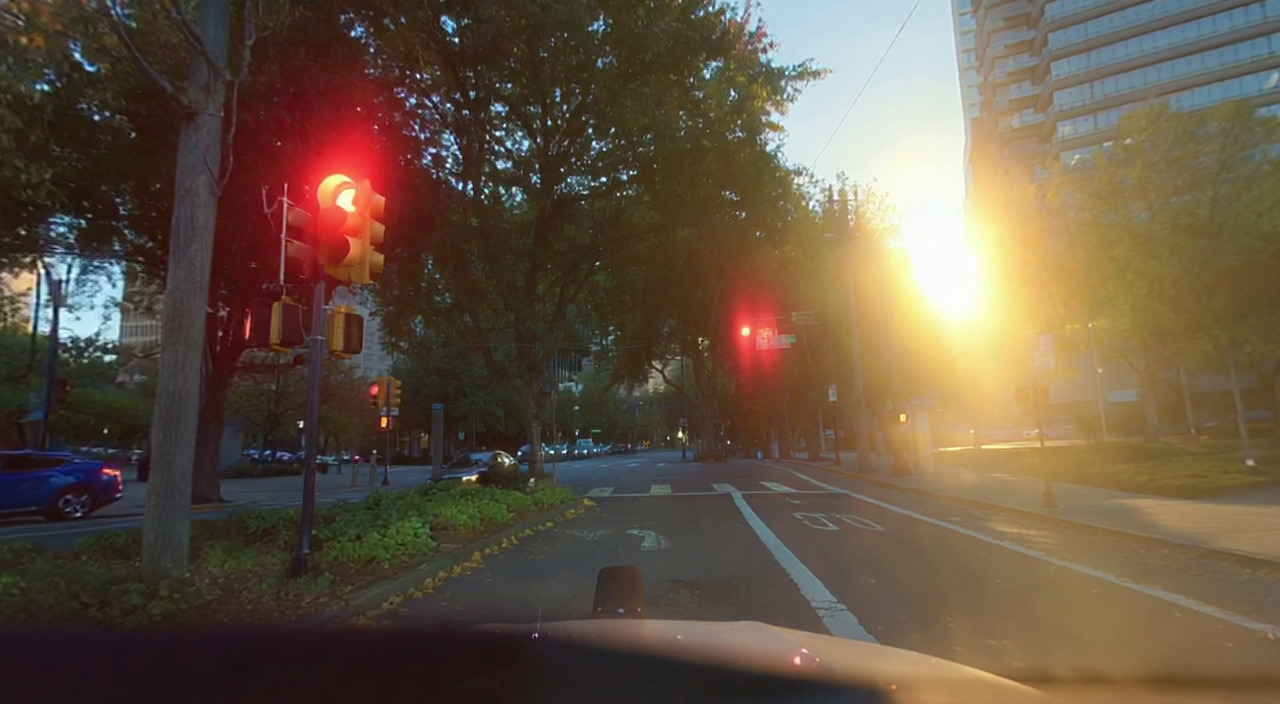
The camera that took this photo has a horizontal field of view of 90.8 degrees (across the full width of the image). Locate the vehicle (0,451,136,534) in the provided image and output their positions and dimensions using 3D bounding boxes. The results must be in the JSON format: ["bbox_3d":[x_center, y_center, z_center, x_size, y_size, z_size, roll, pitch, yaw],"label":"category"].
[{"bbox_3d":[-12.856,2.712,12.270,4.598,1.490,1.816,7,-11,-40],"label":"vehicle"}]

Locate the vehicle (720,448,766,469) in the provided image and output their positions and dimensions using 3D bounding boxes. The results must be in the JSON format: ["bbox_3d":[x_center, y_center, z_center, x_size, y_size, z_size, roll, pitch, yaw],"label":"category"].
[{"bbox_3d":[7.856,8.118,48.418,1.829,1.440,4.384,2,-9,-14],"label":"vehicle"}]
